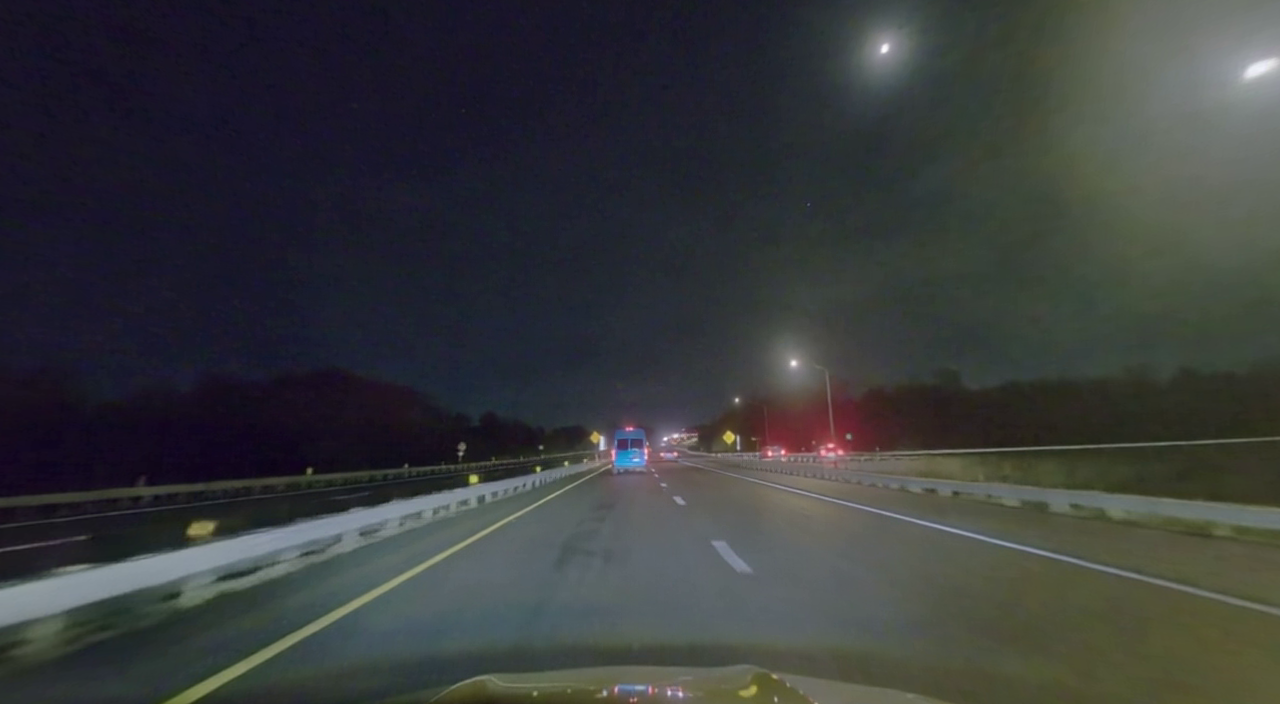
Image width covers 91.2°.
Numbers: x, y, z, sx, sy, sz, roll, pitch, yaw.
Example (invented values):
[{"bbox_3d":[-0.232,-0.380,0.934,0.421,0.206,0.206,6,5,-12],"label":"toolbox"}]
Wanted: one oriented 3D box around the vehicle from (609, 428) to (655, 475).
[{"bbox_3d":[-0.496,5.968,37.739,2.560,2.598,5.581,0,-9,-1],"label":"vehicle"}]
